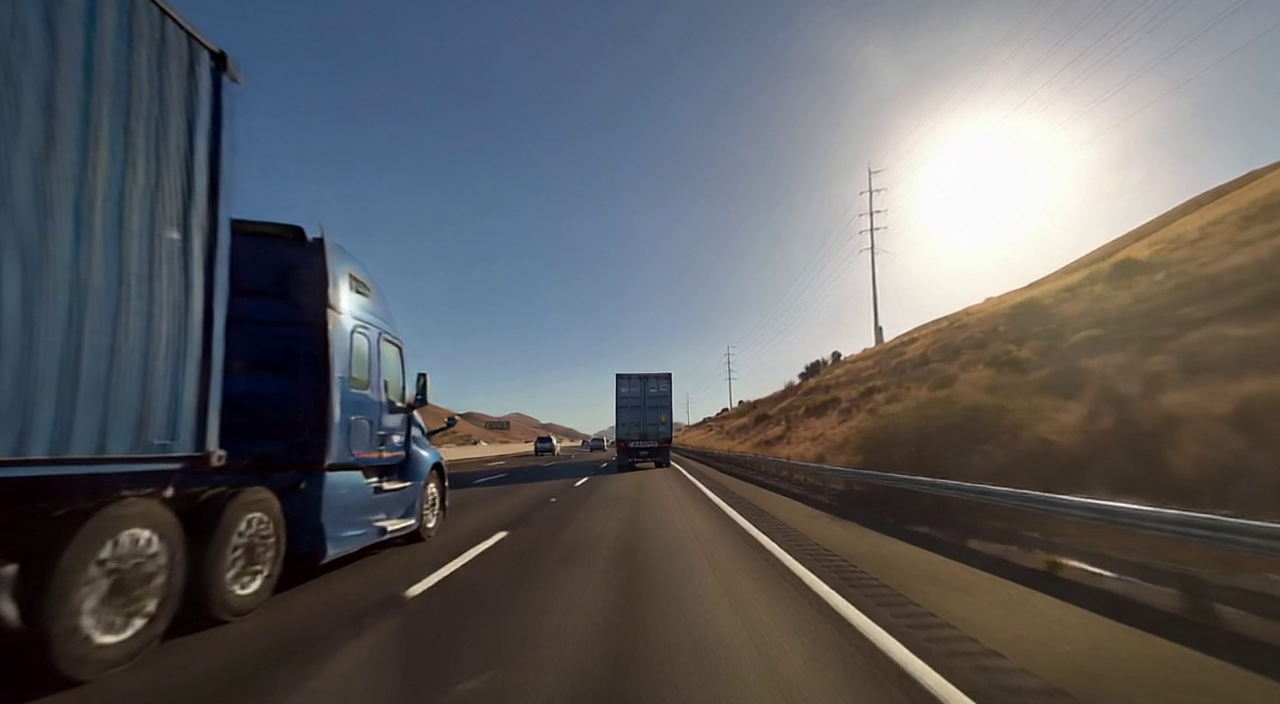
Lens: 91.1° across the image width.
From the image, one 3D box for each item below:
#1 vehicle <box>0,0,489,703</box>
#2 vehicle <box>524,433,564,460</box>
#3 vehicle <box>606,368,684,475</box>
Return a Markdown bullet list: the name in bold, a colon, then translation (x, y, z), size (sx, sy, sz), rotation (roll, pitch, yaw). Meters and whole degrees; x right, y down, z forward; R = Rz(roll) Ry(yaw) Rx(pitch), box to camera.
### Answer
- **vehicle**: translation (-4.067, -0.128, 4.423), size (3.314, 4.224, 9.816), rotation (0, -8, 1)
- **vehicle**: translation (-7.112, 7.050, 47.112), size (2.214, 1.899, 4.719), rotation (0, -8, 1)
- **vehicle**: translation (0.152, 3.519, 30.254), size (3.006, 4.120, 11.586), rotation (0, -8, 0)
